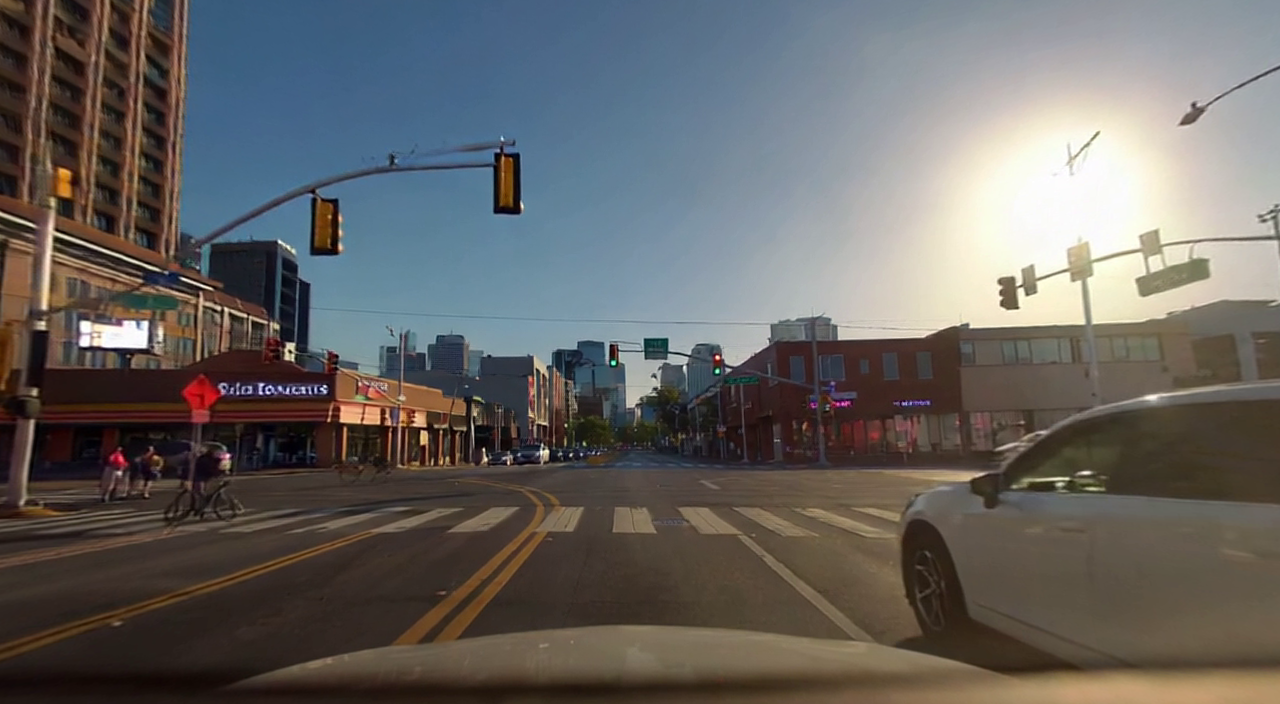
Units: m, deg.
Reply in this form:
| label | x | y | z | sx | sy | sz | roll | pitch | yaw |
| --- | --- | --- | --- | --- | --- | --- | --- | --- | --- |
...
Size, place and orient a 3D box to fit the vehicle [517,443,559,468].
| label | x | y | z | sx | sy | sz | roll | pitch | yaw |
| --- | --- | --- | --- | --- | --- | --- | --- | --- | --- |
| vehicle | -7.280 | 7.428 | 45.460 | 2.181 | 1.703 | 4.512 | 0 | -8 | 1 |

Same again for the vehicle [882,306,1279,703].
| label | x | y | z | sx | sy | sz | roll | pitch | yaw |
| --- | --- | --- | --- | --- | --- | --- | --- | --- | --- |
| vehicle | 2.928 | 0.822 | 2.596 | 2.049 | 1.691 | 4.447 | 0 | -8 | 0 |

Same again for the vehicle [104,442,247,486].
| label | x | y | z | sx | sy | sz | roll | pitch | yaw |
| --- | --- | --- | --- | --- | --- | --- | --- | --- | --- |
| vehicle | -21.488 | 5.159 | 29.312 | 5.161 | 1.910 | 2.275 | -2 | -9 | 10 |

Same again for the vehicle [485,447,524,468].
| label | x | y | z | sx | sy | sz | roll | pitch | yaw |
| --- | --- | --- | --- | --- | --- | --- | --- | --- | --- |
| vehicle | -10.398 | 8.112 | 48.803 | 2.106 | 1.505 | 4.228 | 0 | -8 | -1 |
